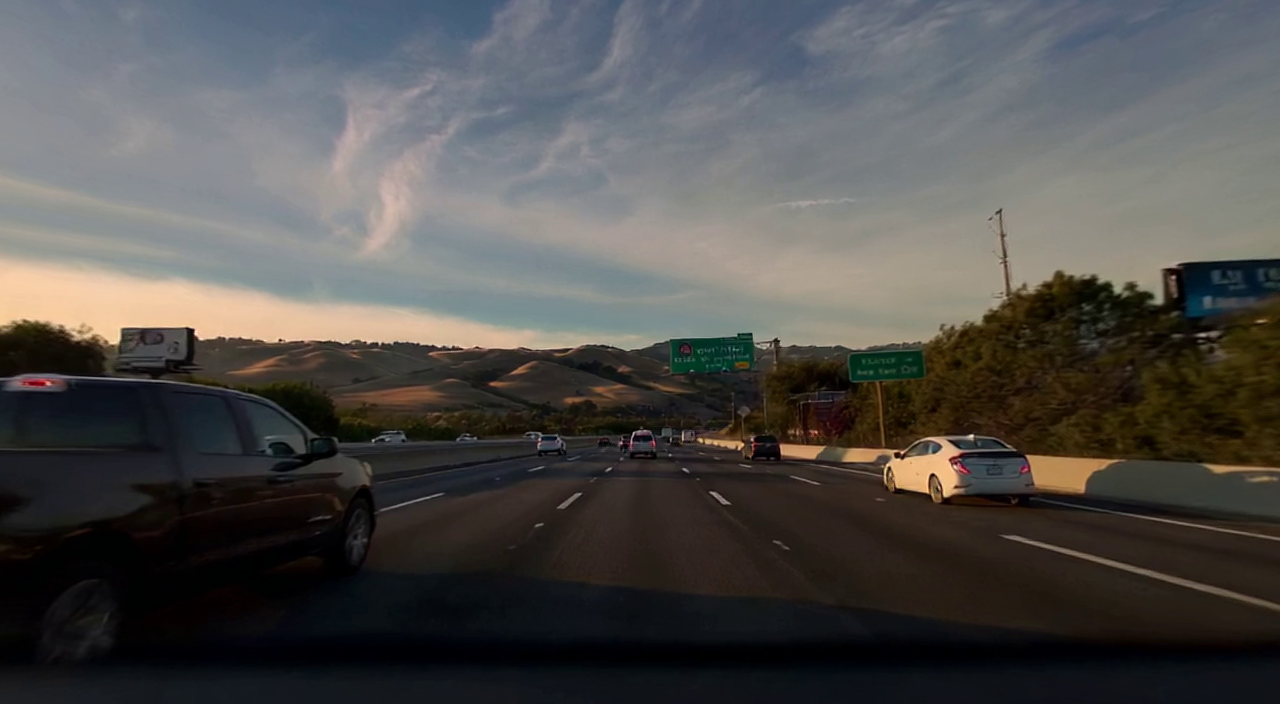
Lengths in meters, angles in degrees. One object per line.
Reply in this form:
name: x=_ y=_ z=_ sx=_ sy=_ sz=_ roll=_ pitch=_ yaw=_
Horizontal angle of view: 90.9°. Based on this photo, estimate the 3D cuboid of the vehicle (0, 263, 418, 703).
vehicle: x=-3.511 y=0.927 z=3.871 sx=2.316 sy=1.999 sz=5.765 roll=0 pitch=-8 yaw=-2

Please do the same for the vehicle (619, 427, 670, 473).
vehicle: x=0.182 y=4.185 z=27.106 sx=2.052 sy=1.808 sz=3.898 roll=0 pitch=-8 yaw=0

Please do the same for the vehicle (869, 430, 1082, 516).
vehicle: x=6.639 y=2.425 z=13.192 sx=1.998 sy=1.456 sz=4.338 roll=0 pitch=-8 yaw=-1

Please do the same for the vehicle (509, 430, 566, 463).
vehicle: x=-6.078 y=5.717 z=38.242 sx=2.238 sy=1.837 sz=5.979 roll=-1 pitch=-8 yaw=2

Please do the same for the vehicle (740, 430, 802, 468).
vehicle: x=6.569 y=4.919 z=32.161 sx=2.067 sy=1.775 sz=4.372 roll=0 pitch=-8 yaw=-2
